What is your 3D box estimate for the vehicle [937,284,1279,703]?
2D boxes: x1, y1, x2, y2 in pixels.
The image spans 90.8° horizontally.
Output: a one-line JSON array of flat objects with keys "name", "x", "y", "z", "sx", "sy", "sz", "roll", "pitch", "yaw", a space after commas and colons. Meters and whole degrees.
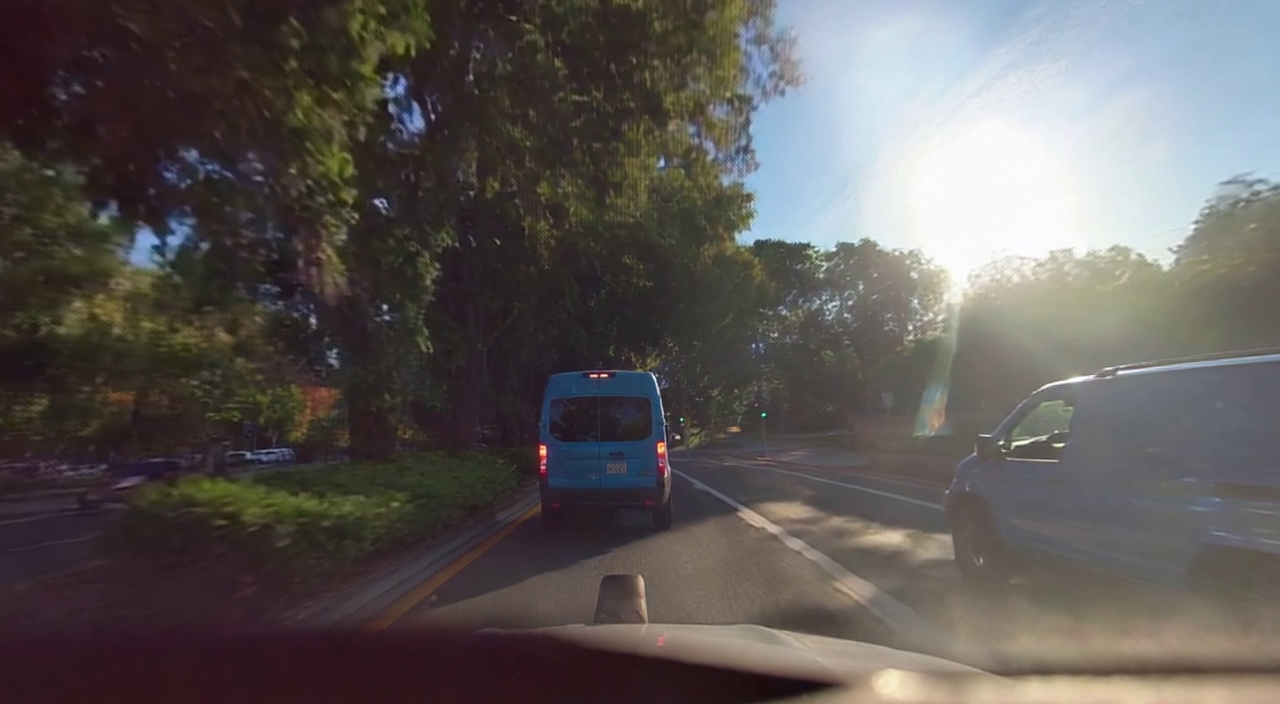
[{"name": "vehicle", "x": 3.682, "y": 0.806, "z": 3.612, "sx": 1.988, "sy": 1.873, "sz": 3.968, "roll": 0, "pitch": -9, "yaw": 0}]

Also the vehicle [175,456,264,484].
[{"name": "vehicle", "x": -28.664, "y": 8.029, "z": 43.126, "sx": 4.857, "sy": 1.729, "sz": 2.029, "roll": -1, "pitch": -9, "yaw": 9}]

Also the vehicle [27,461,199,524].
[{"name": "vehicle", "x": -15.121, "y": 3.994, "z": 18.503, "sx": 1.833, "sy": 1.504, "sz": 4.141, "roll": 1, "pitch": -9, "yaw": -8}]

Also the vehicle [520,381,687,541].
[{"name": "vehicle", "x": -0.422, "y": 1.719, "z": 10.357, "sx": 2.145, "sy": 2.046, "sz": 4.309, "roll": 0, "pitch": -9, "yaw": 1}]
